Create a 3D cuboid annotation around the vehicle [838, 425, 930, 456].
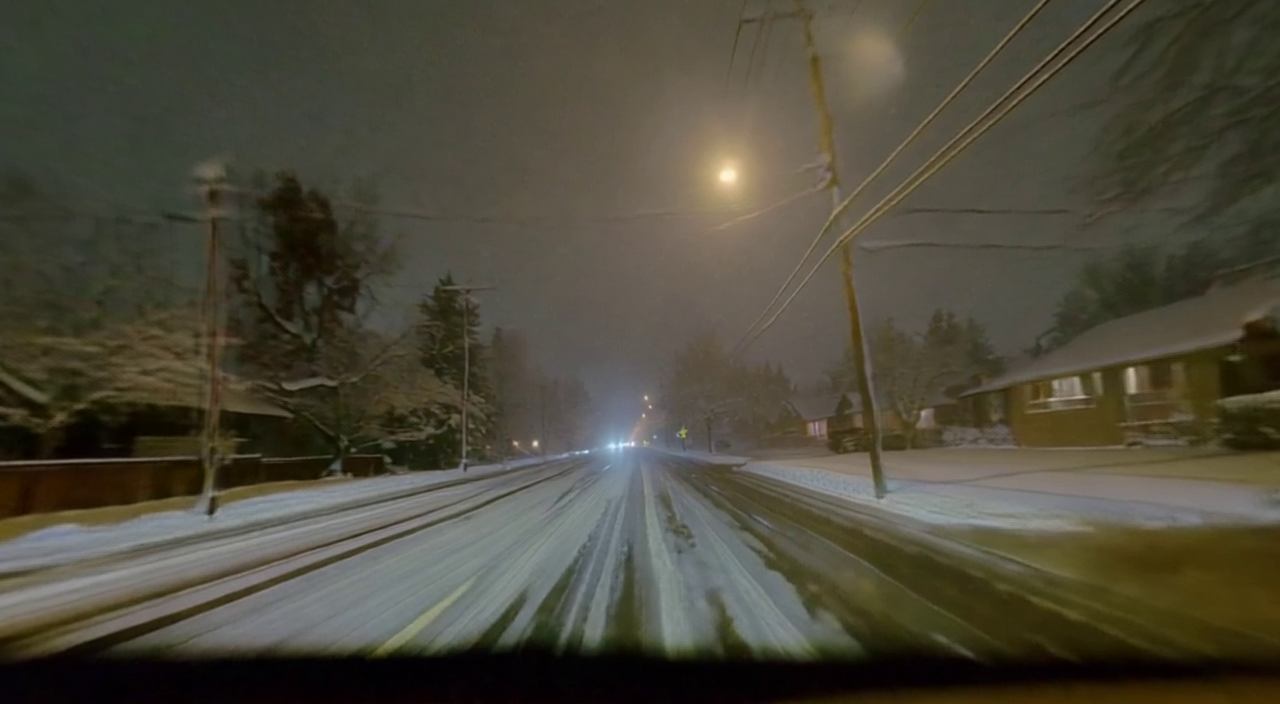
[{"bbox_3d":[14.254,5.187,36.953,4.512,1.701,2.017,0,-8,-2],"label":"vehicle"}]
